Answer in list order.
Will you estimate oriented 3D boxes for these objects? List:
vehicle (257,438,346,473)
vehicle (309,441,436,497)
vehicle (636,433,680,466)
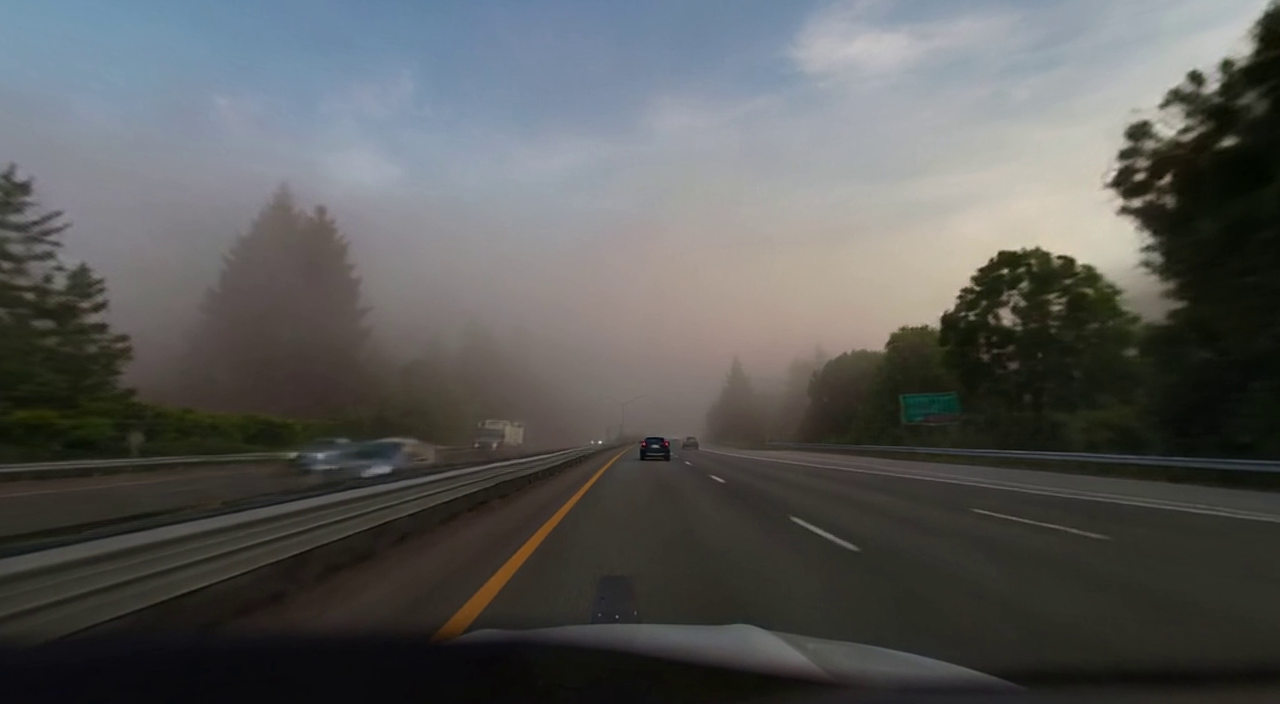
[{"bbox_3d":[-15.620,4.763,29.339,1.874,1.504,4.139,0,-8,0],"label":"vehicle"},{"bbox_3d":[-7.879,3.433,19.053,1.968,1.481,4.273,0,-8,0],"label":"vehicle"},{"bbox_3d":[0.824,4.817,31.393,2.046,1.526,3.903,0,-8,0],"label":"vehicle"}]
